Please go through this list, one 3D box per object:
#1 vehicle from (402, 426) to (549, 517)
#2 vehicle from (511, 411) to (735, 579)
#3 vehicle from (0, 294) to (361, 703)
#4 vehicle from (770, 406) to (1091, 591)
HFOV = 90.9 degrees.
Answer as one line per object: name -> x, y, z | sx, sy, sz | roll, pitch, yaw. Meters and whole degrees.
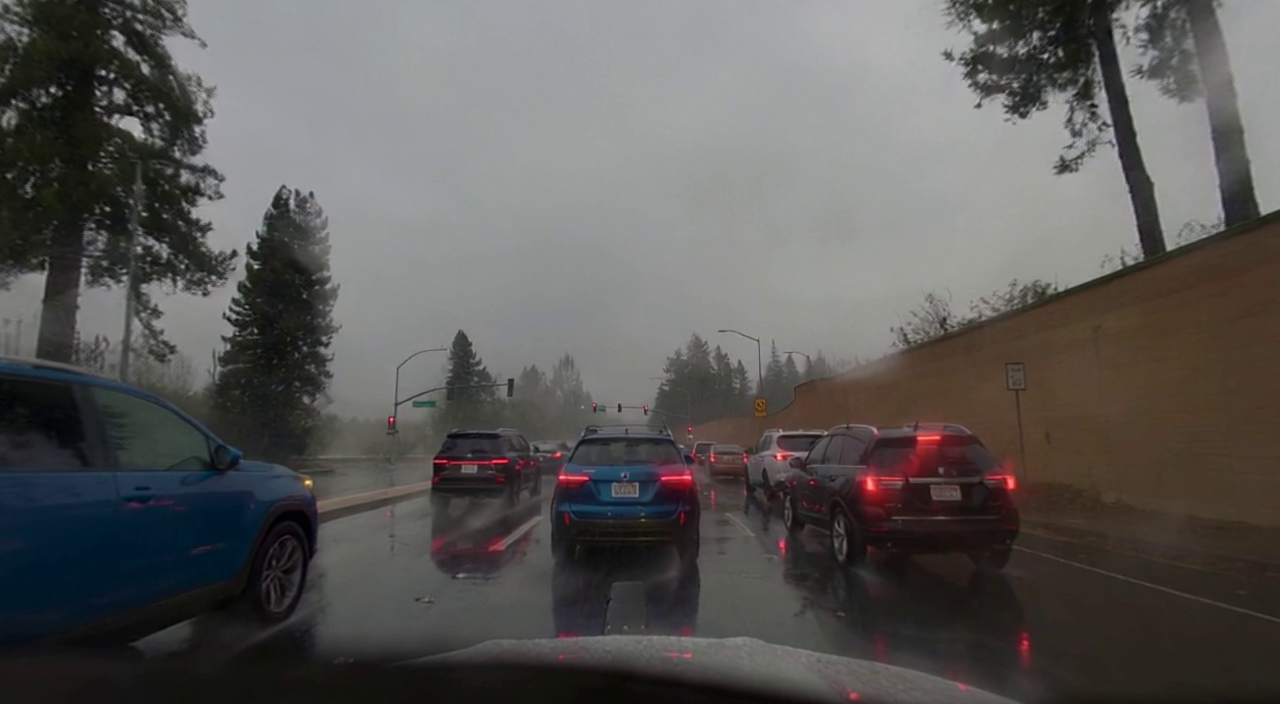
vehicle -> -3.529, 2.664, 14.596 | 2.067, 1.759, 4.631 | 0, -8, 1
vehicle -> -0.140, 1.735, 8.388 | 2.245, 1.677, 3.913 | 0, -8, 1
vehicle -> -3.522, 0.863, 3.271 | 2.070, 1.913, 4.450 | 0, -8, 0
vehicle -> 3.144, 1.677, 8.060 | 2.029, 1.702, 4.281 | 0, -8, 0
